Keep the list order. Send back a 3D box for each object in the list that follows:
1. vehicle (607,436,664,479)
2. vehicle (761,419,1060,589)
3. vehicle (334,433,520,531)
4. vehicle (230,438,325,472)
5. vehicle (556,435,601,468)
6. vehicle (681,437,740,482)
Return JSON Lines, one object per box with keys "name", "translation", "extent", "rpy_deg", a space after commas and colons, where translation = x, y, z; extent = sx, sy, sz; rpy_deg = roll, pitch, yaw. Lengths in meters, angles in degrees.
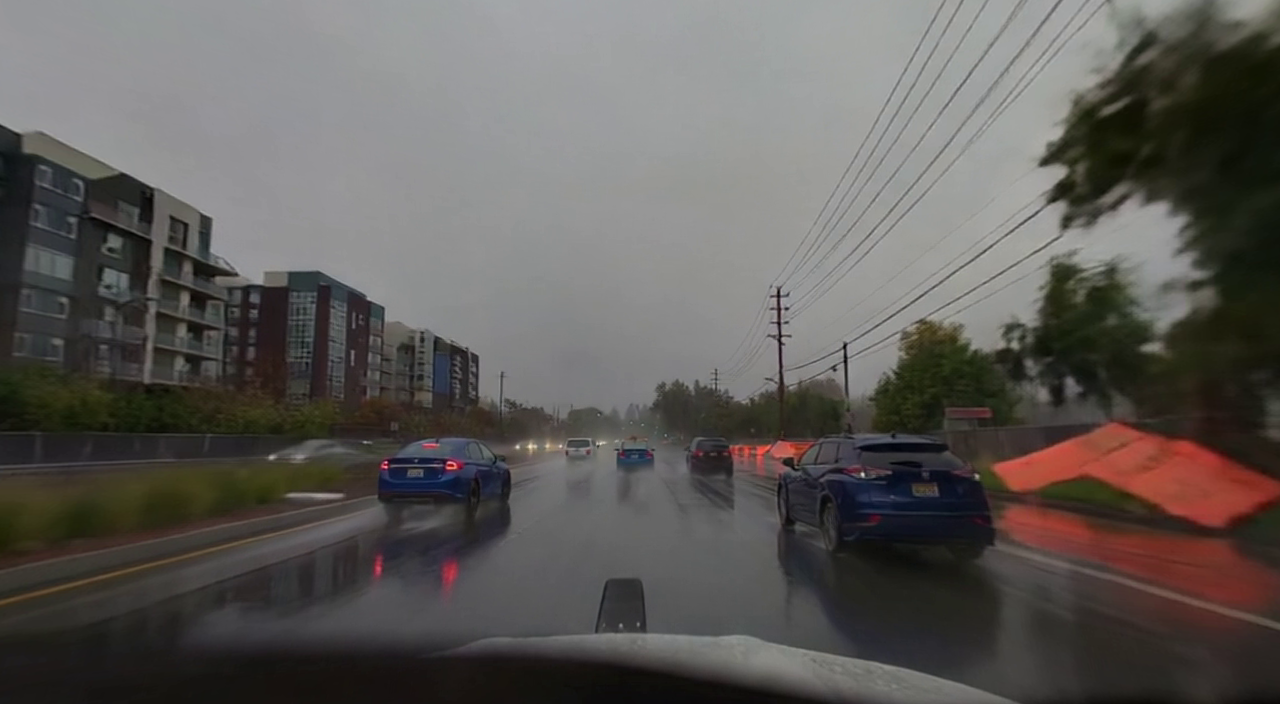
{"name": "vehicle", "translation": [-0.177, 4.610, 27.798], "extent": [2.291, 1.714, 4.217], "rpy_deg": [0, -8, 0]}
{"name": "vehicle", "translation": [2.971, 1.740, 8.090], "extent": [1.975, 1.598, 4.025], "rpy_deg": [0, -8, -1]}
{"name": "vehicle", "translation": [-3.632, 2.286, 11.742], "extent": [1.968, 1.473, 4.209], "rpy_deg": [0, -8, 0]}
{"name": "vehicle", "translation": [-18.412, 5.243, 32.395], "extent": [1.971, 1.609, 4.763], "rpy_deg": [0, -8, 1]}
{"name": "vehicle", "translation": [-3.675, 6.050, 38.621], "extent": [2.190, 1.832, 4.417], "rpy_deg": [0, -8, 1]}
{"name": "vehicle", "translation": [3.004, 4.655, 27.729], "extent": [2.029, 1.797, 4.218], "rpy_deg": [0, -8, -1]}
